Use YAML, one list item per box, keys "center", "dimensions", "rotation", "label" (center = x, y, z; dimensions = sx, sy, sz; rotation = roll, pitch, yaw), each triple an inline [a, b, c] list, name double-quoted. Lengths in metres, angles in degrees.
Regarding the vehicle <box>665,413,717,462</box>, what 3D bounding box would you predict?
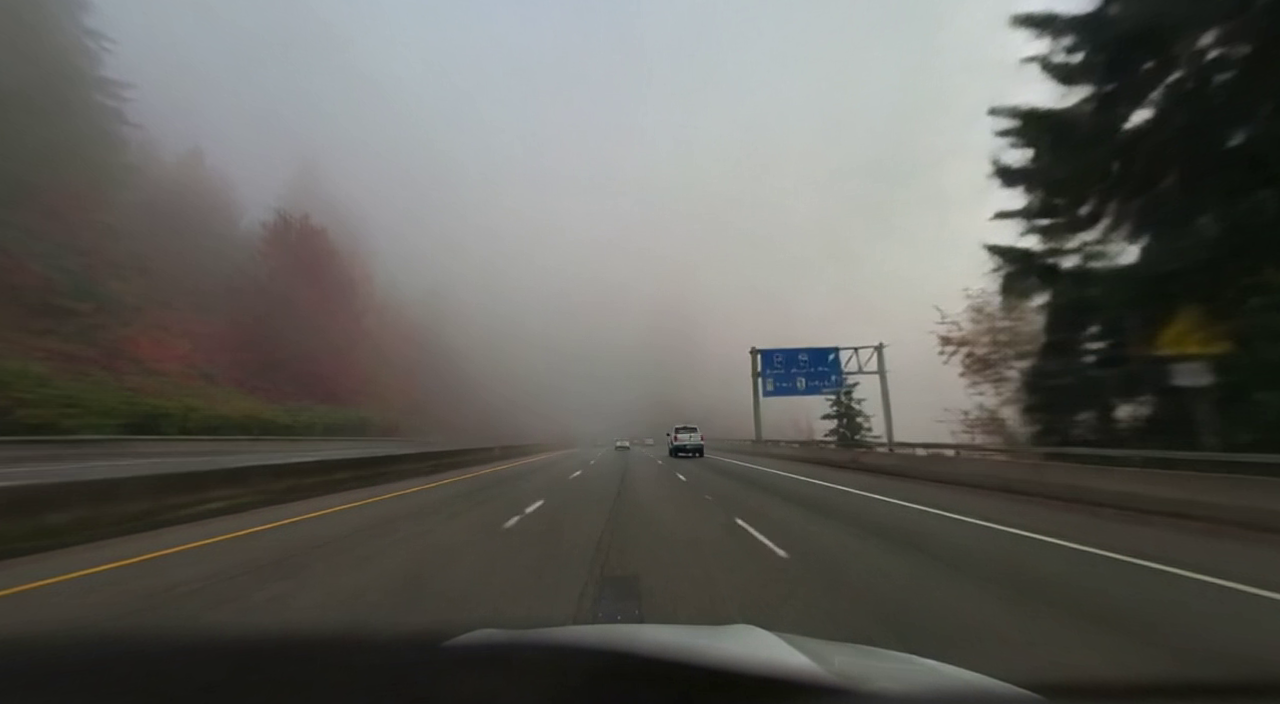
- center: [2.878, 5.023, 36.946]
  dimensions: [2.411, 2.614, 5.781]
  rotation: [0, -8, -1]
  label: "vehicle"
